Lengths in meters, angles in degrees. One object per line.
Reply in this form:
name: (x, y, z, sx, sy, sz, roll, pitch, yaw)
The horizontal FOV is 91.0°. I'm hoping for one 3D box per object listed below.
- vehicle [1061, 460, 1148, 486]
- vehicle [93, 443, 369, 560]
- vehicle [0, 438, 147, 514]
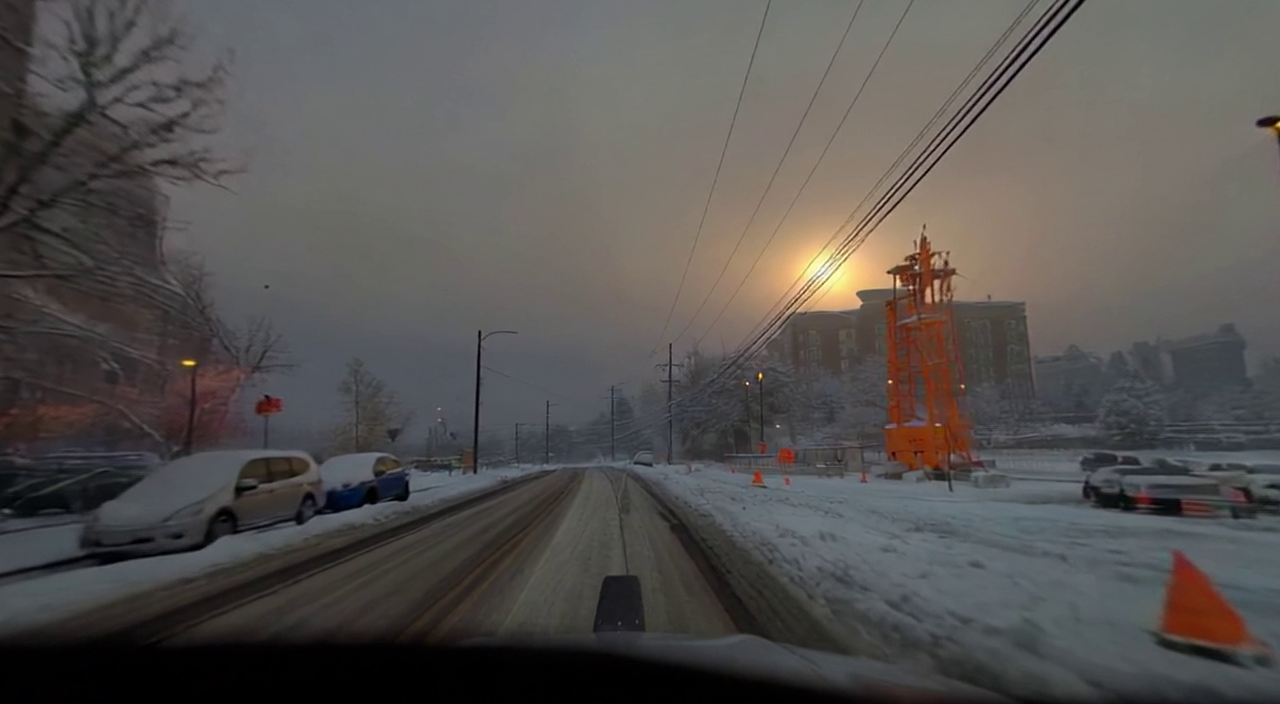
vehicle: (34.687, 9.023, 47.081, 4.853, 1.751, 2.075, 0, -9, 0)
vehicle: (-6.859, 2.497, 11.387, 1.998, 1.633, 4.673, 0, -9, -2)
vehicle: (-14.176, 3.006, 15.839, 1.998, 1.576, 5.203, 5, -10, -30)
